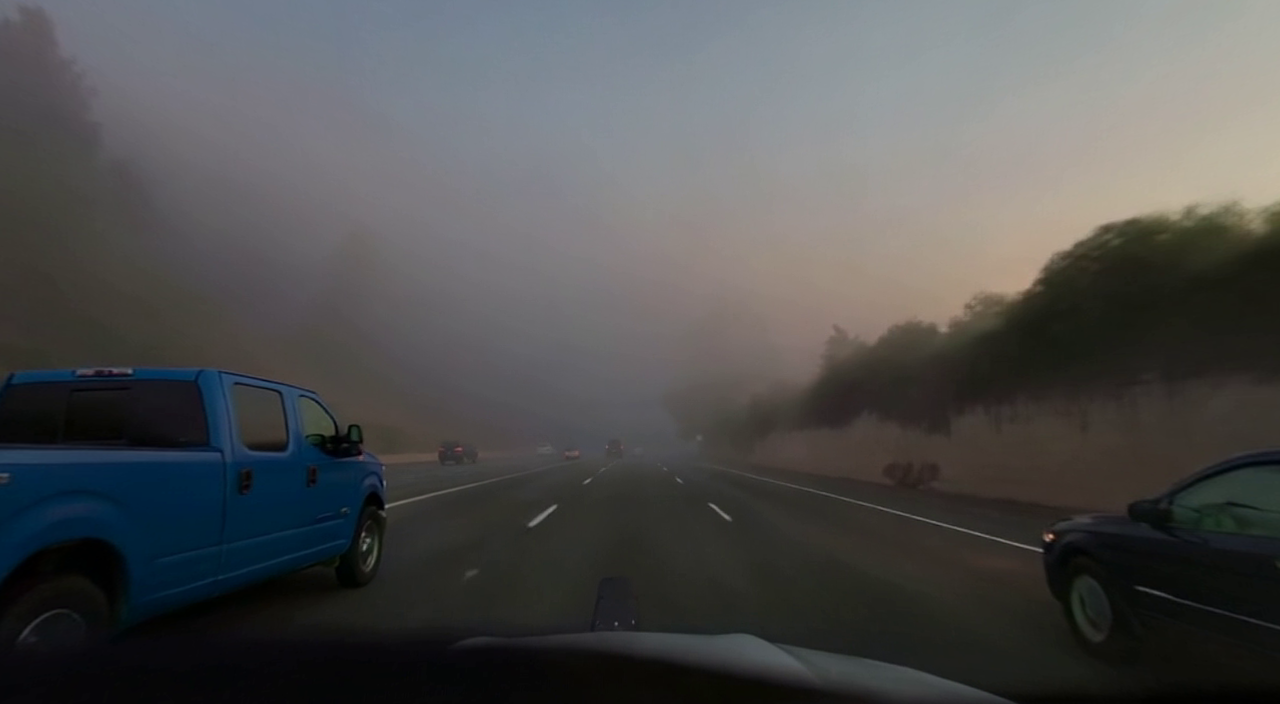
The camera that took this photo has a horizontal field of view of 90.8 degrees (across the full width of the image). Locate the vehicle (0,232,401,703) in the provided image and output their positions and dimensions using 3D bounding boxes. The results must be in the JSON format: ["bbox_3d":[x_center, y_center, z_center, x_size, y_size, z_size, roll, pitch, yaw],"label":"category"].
[{"bbox_3d":[-3.566,0.723,2.932,2.483,2.100,6.208,0,-9,0],"label":"vehicle"}]

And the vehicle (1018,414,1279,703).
[{"bbox_3d":[4.185,1.036,2.834,2.047,1.524,4.619,0,-9,-1],"label":"vehicle"}]

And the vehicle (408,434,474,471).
[{"bbox_3d":[-10.952,5.562,35.176,2.012,1.875,4.895,0,-9,1],"label":"vehicle"}]
